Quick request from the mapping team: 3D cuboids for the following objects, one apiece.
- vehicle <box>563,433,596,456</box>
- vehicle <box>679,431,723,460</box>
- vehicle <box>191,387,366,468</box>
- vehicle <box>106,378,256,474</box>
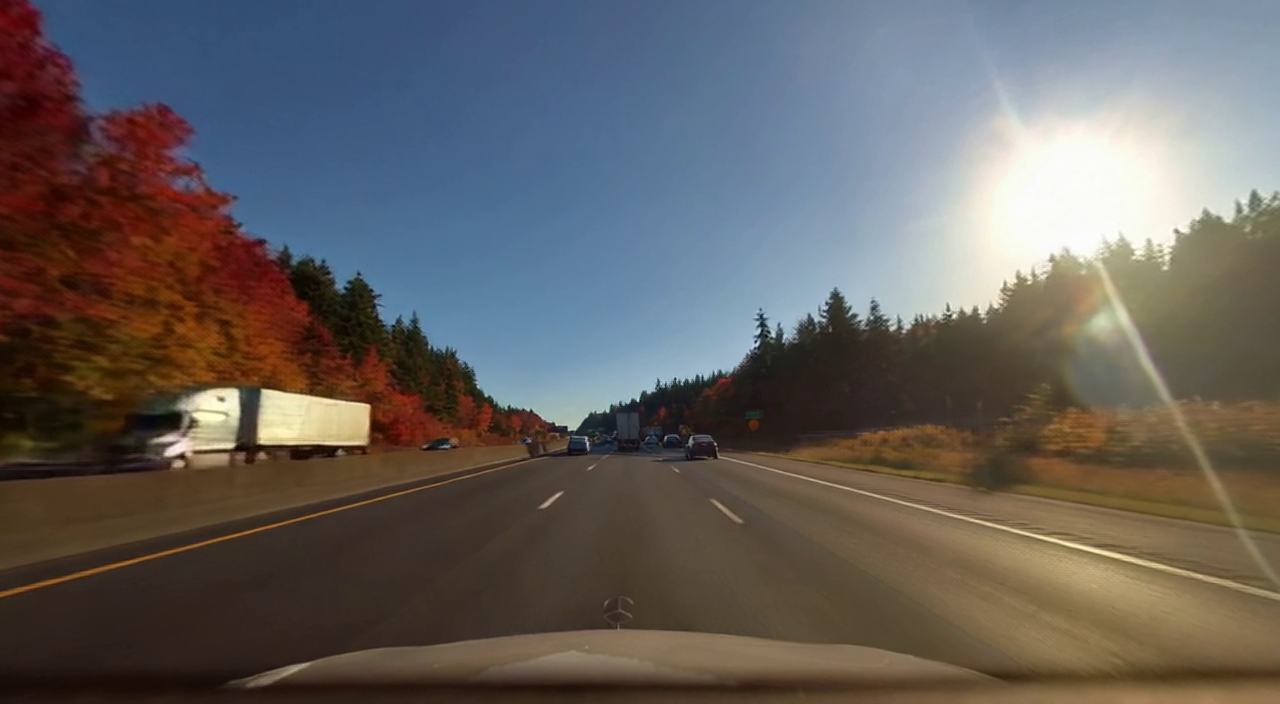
[{"bbox_3d":[-4.175,6.418,43.878,2.027,1.501,3.920,0,-8,-1],"label":"vehicle"},{"bbox_3d":[3.303,5.165,34.892,1.882,1.492,3.958,0,-8,-2],"label":"vehicle"},{"bbox_3d":[-21.029,4.712,38.192,2.931,4.041,13.156,0,-8,-1],"label":"vehicle"},{"bbox_3d":[-20.943,3.442,29.085,3.119,4.054,4.699,0,-7,1],"label":"vehicle"}]
